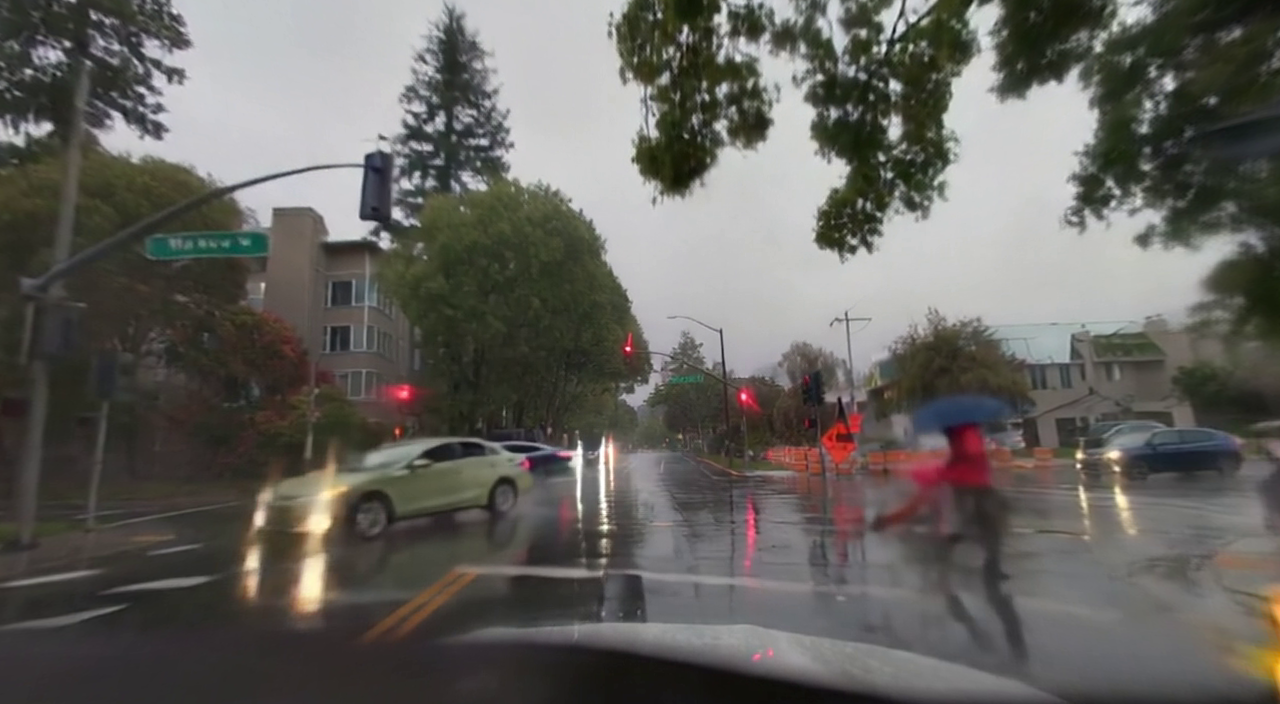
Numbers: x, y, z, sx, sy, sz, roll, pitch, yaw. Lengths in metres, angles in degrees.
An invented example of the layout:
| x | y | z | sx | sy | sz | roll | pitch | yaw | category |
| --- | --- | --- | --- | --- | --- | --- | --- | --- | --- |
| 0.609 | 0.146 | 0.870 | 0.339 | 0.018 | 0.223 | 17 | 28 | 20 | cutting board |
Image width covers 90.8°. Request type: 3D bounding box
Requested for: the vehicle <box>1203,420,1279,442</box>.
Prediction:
| x | y | z | sx | sy | sz | roll | pitch | yaw | category |
| --- | --- | --- | --- | --- | --- | --- | --- | --- | --- |
| 46.276 | 6.030 | 48.284 | 4.562 | 1.603 | 1.816 | 0 | -9 | 1 | vehicle |

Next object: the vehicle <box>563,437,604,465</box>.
| x | y | z | sx | sy | sz | roll | pitch | yaw | category |
| --- | --- | --- | --- | --- | --- | --- | --- | --- | --- |
| -3.647 | 6.550 | 41.831 | 2.302 | 1.708 | 4.764 | 0 | -9 | 0 | vehicle |

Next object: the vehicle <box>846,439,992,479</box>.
| x | y | z | sx | sy | sz | roll | pitch | yaw | category |
| --- | --- | --- | --- | --- | --- | --- | --- | --- | --- |
| 11.228 | 4.297 | 25.605 | 5.158 | 1.470 | 2.012 | -4 | -10 | 26 | vehicle |

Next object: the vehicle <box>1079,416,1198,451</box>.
| x | y | z | sx | sy | sz | roll | pitch | yaw | category |
| --- | --- | --- | --- | --- | --- | --- | --- | --- | --- |
| 33.450 | 5.508 | 42.513 | 5.969 | 2.225 | 2.458 | 0 | -9 | -3 | vehicle |

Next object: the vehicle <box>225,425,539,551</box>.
| x | y | z | sx | sy | sz | roll | pitch | yaw | category |
| --- | --- | --- | --- | --- | --- | --- | --- | --- | --- |
| -4.011 | 2.169 | 10.885 | 1.979 | 1.630 | 4.771 | -5 | -10 | 28 | vehicle |
